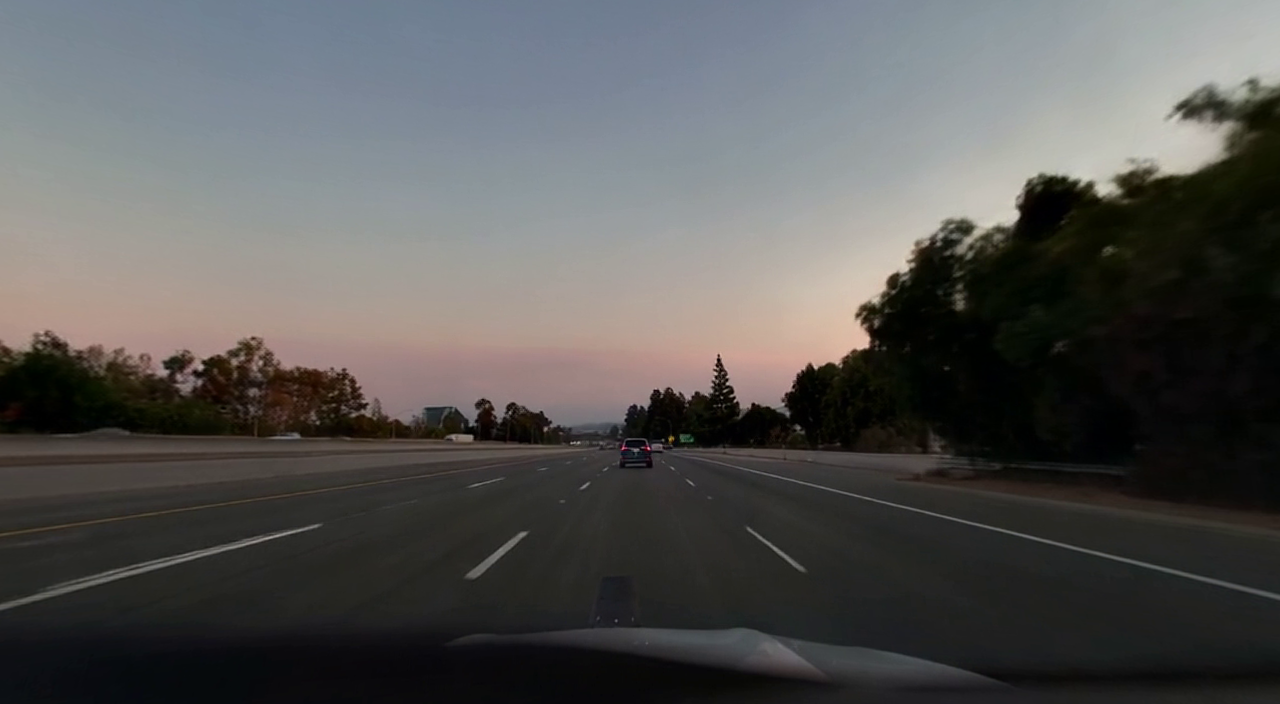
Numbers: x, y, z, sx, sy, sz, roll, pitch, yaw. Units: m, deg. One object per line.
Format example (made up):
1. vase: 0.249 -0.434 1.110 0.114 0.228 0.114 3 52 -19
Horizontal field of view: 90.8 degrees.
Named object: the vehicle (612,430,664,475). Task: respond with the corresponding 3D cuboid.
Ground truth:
1. vehicle: -0.095 4.772 30.204 2.269 1.924 4.596 0 -8 0
